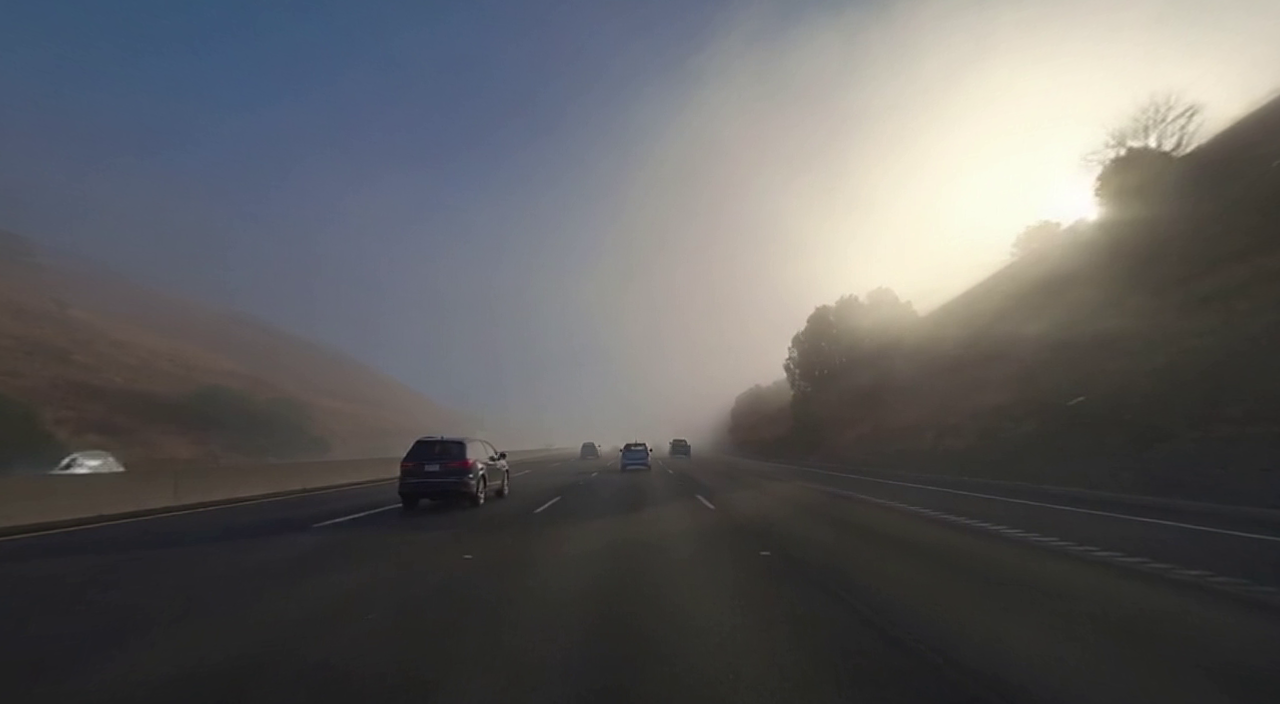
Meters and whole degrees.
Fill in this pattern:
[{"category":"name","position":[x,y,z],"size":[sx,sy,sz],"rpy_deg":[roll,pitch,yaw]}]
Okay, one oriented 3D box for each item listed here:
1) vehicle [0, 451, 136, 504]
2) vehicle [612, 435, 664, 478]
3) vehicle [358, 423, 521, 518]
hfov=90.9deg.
[{"category":"vehicle","position":[-19.560,4.063,20.844],"size":[1.877,1.477,4.767],"rpy_deg":[0,-8,0]},{"category":"vehicle","position":[-0.067,4.487,27.381],"size":[2.086,1.685,4.206],"rpy_deg":[0,-8,0]},{"category":"vehicle","position":[-4.030,2.450,13.531],"size":[2.076,1.690,4.113],"rpy_deg":[0,-8,1]}]
